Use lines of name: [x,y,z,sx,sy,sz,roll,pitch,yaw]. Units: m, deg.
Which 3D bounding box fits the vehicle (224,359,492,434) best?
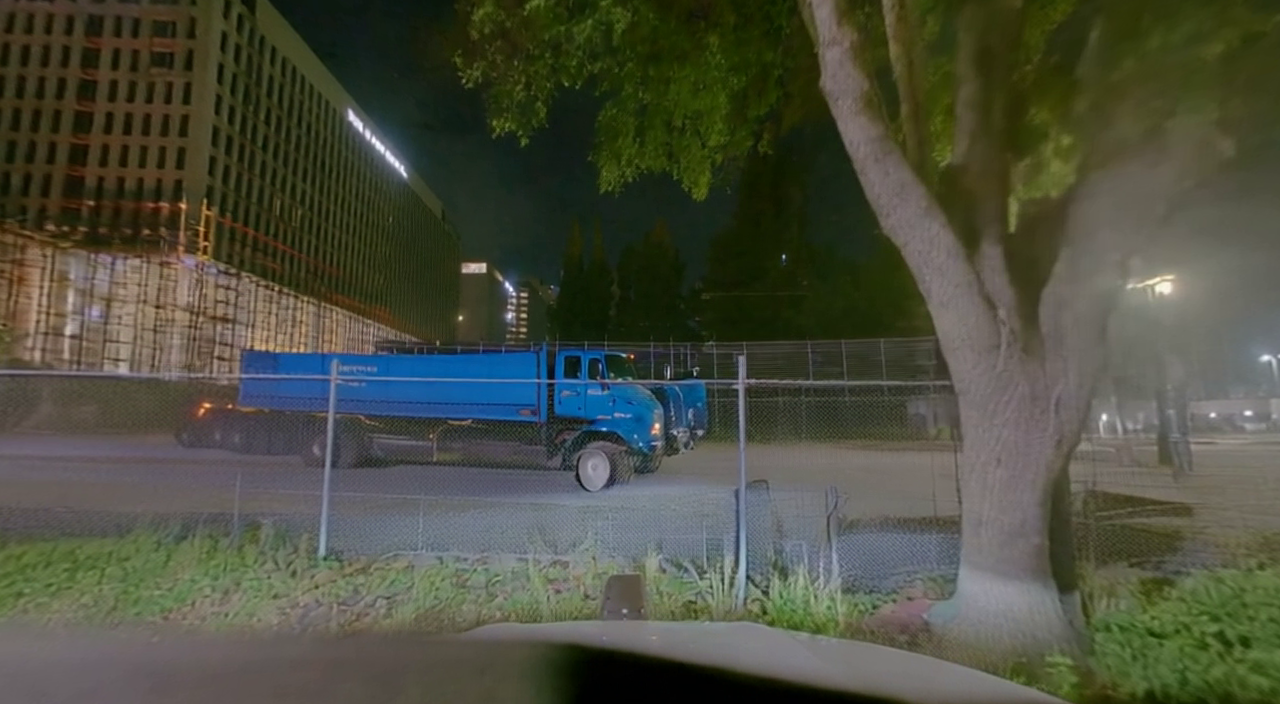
vehicle: [-16.190,2.741,37.243,14.067,4.099,2.832,1,-9,-5]
